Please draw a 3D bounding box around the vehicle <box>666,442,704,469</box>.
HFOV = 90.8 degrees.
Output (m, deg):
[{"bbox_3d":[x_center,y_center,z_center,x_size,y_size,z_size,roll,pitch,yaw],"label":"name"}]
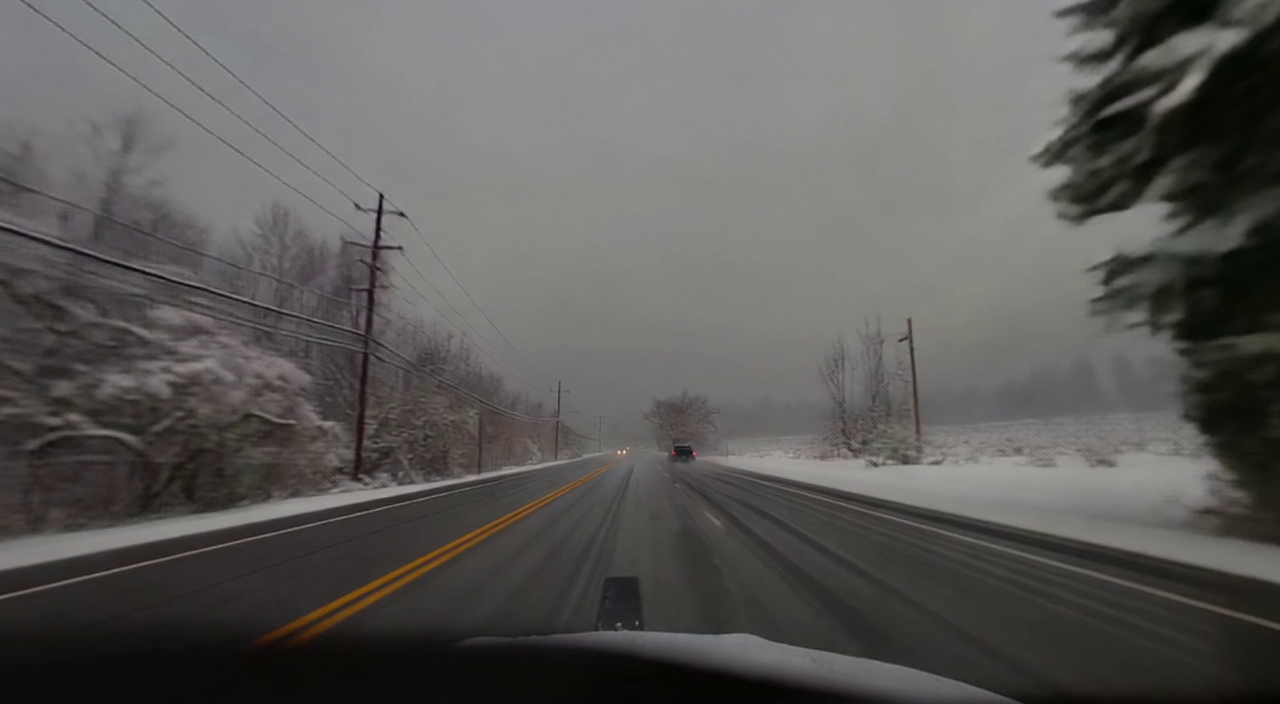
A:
[{"bbox_3d":[3.007,6.992,42.883,2.135,1.692,4.185,0,-9,-2],"label":"vehicle"}]
